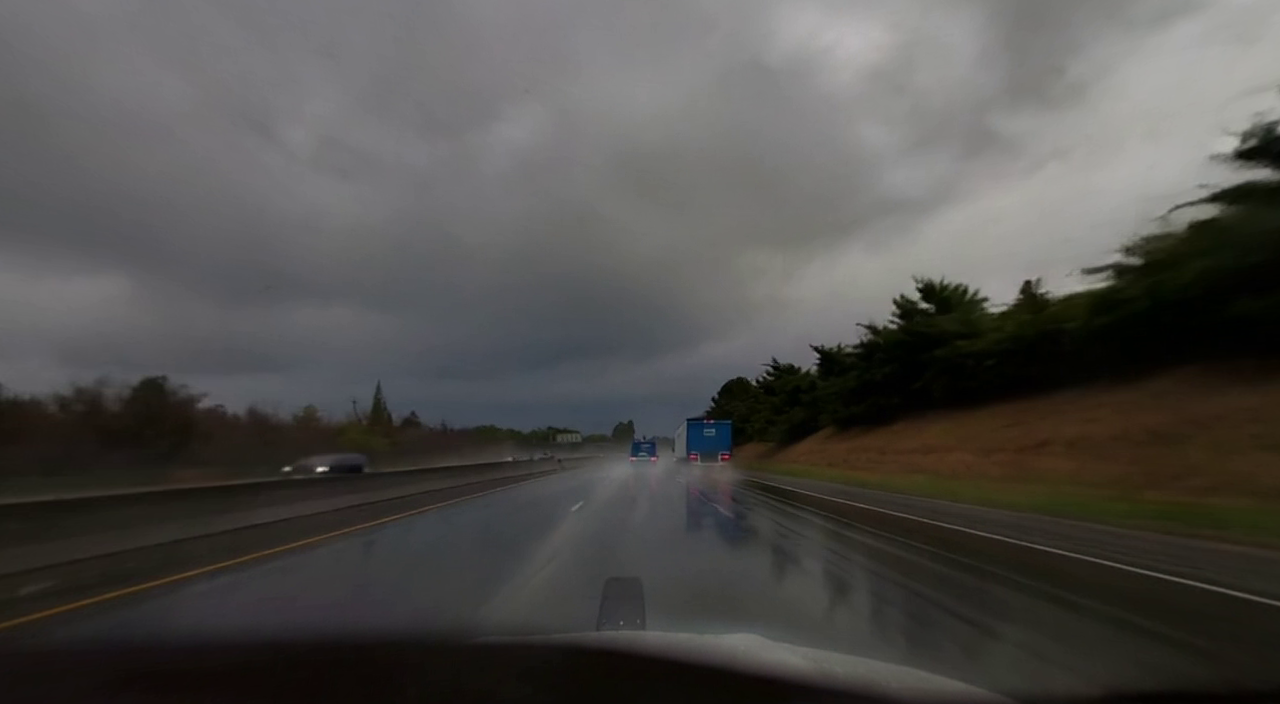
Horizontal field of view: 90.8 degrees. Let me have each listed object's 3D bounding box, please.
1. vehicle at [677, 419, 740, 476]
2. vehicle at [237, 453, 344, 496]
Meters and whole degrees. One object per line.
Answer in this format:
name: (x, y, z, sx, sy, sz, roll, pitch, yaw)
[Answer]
vehicle: (4.336, 6.365, 42.027, 2.960, 3.381, 8.914, 0, -9, -1)
vehicle: (-14.775, 5.175, 27.044, 1.914, 1.652, 4.631, 0, -9, 0)
